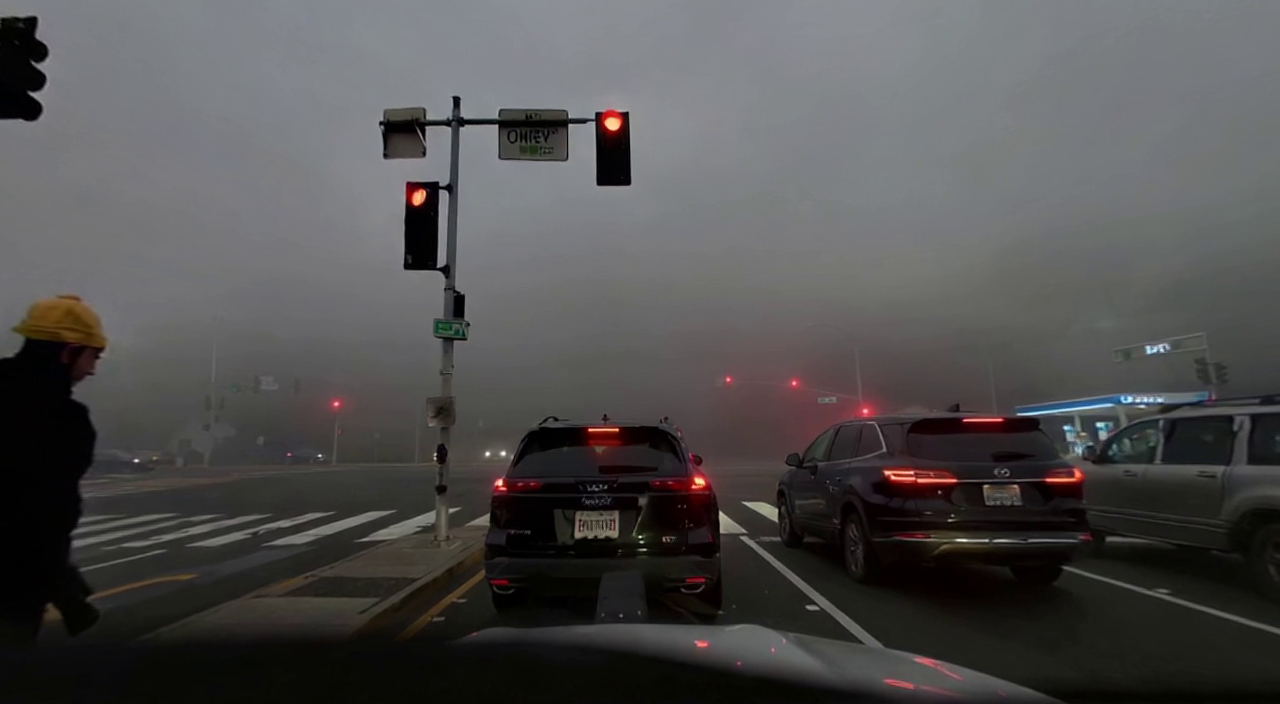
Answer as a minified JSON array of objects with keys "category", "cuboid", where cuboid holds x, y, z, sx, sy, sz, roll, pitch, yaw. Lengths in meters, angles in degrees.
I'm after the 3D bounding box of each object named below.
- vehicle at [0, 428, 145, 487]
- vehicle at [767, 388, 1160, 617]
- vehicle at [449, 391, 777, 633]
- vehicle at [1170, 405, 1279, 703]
[{"category":"vehicle","cuboid":[-28.972,5.217,31.436,6.772,2.769,2.305,-1,-9,3]},{"category":"vehicle","cuboid":[3.001,1.508,7.250,2.060,1.783,4.411,0,-9,-1]},{"category":"vehicle","cuboid":[-0.191,1.498,6.928,2.351,1.733,4.616,0,-9,0]},{"category":"vehicle","cuboid":[3.098,0.618,0.159,1.965,1.460,4.581,0,-9,1]}]
